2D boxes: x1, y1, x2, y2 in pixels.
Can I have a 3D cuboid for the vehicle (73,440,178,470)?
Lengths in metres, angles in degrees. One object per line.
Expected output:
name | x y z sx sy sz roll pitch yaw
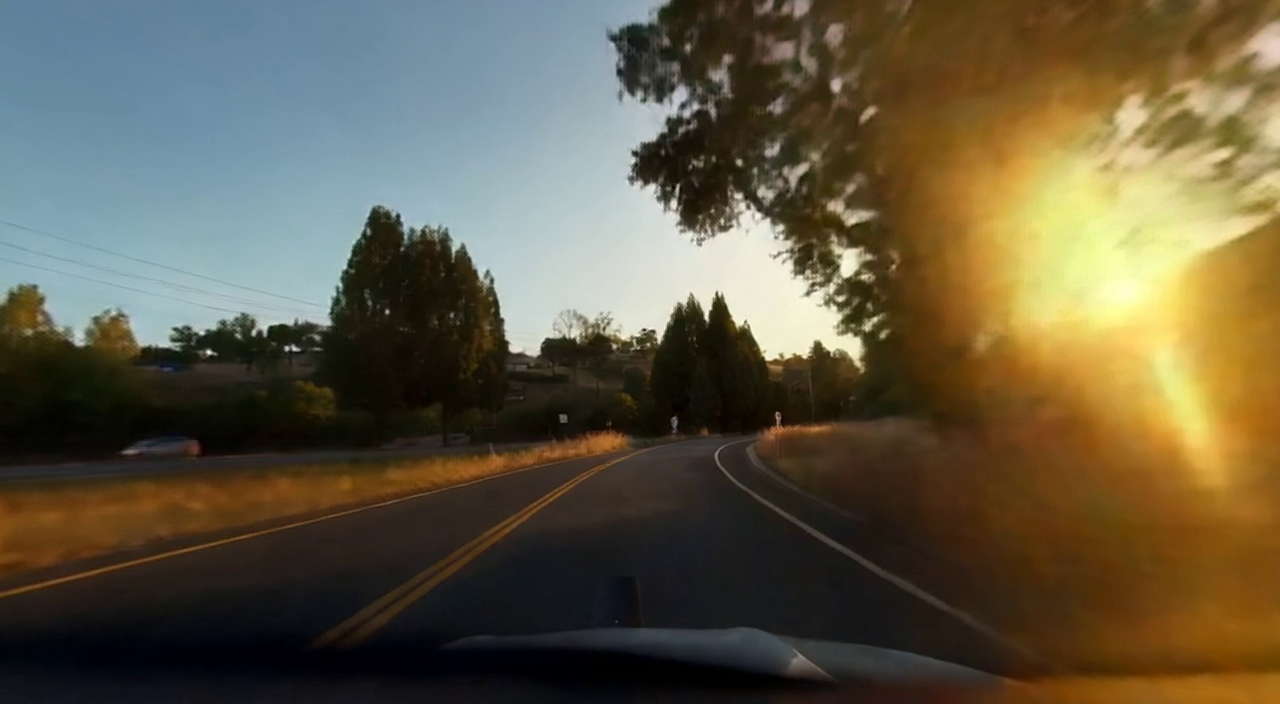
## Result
vehicle | -35.099 7.006 43.106 1.901 1.844 5.070 -5 -9 30
